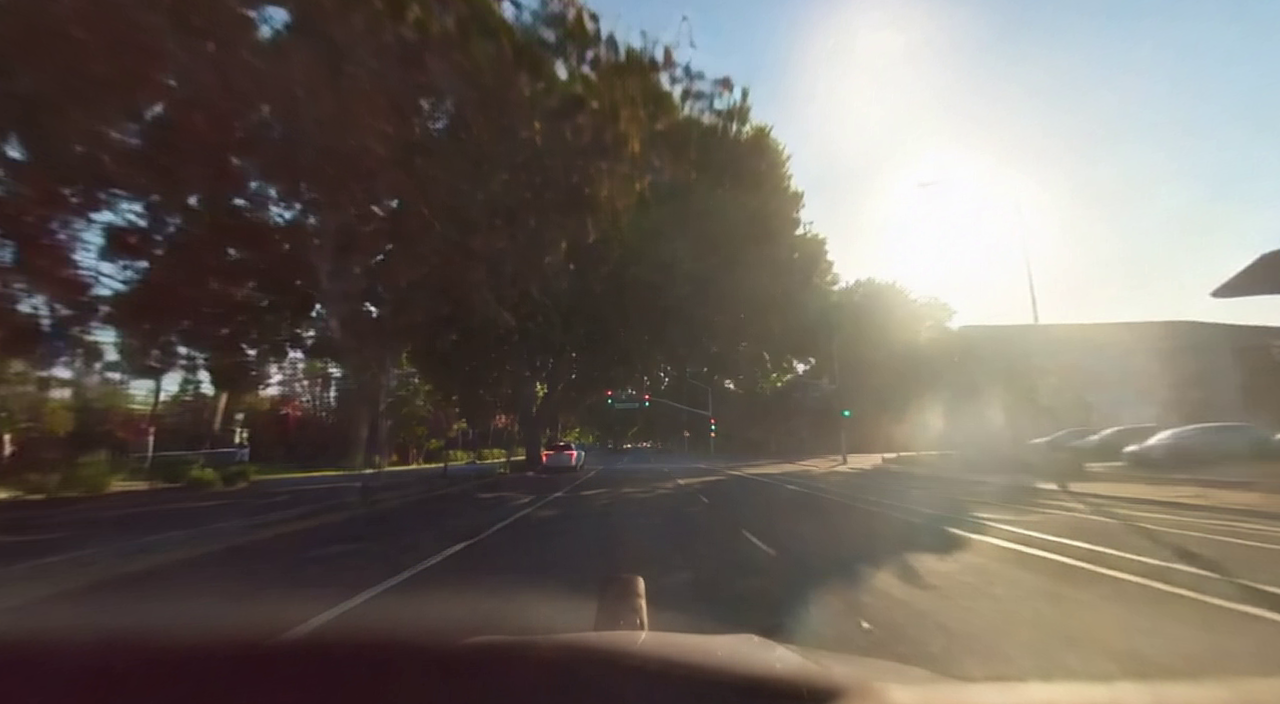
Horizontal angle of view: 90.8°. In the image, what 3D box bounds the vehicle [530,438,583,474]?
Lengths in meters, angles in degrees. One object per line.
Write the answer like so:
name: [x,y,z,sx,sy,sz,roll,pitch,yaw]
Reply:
vehicle: [-4.288,5.425,33.190,2.156,1.722,4.484,-1,-8,1]
